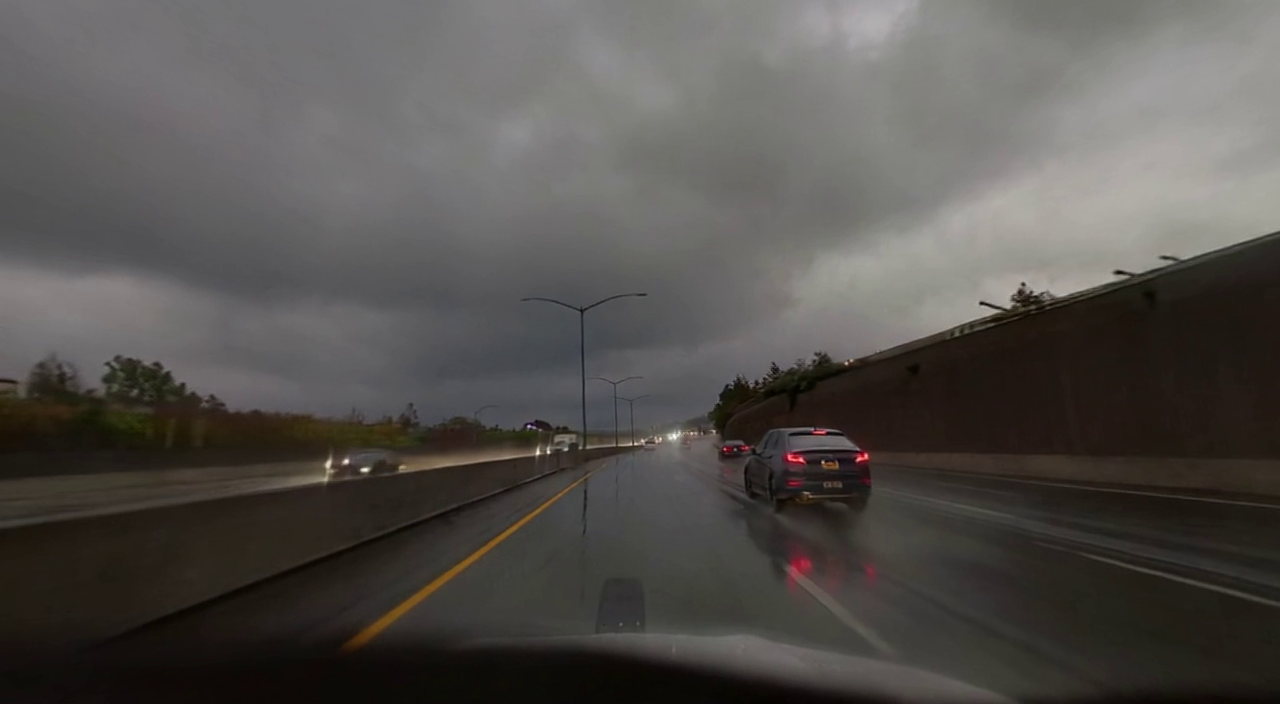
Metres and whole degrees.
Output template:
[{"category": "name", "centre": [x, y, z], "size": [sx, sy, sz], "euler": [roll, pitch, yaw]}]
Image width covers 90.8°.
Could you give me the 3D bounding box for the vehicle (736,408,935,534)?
[{"category": "vehicle", "centre": [3.035, 1.973, 10.992], "size": [1.973, 1.710, 4.476], "euler": [0, -9, -1]}]

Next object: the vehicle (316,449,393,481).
[{"category": "vehicle", "centre": [-14.460, 5.698, 32.275], "size": [1.831, 1.457, 4.500], "euler": [-1, -9, 0]}]
